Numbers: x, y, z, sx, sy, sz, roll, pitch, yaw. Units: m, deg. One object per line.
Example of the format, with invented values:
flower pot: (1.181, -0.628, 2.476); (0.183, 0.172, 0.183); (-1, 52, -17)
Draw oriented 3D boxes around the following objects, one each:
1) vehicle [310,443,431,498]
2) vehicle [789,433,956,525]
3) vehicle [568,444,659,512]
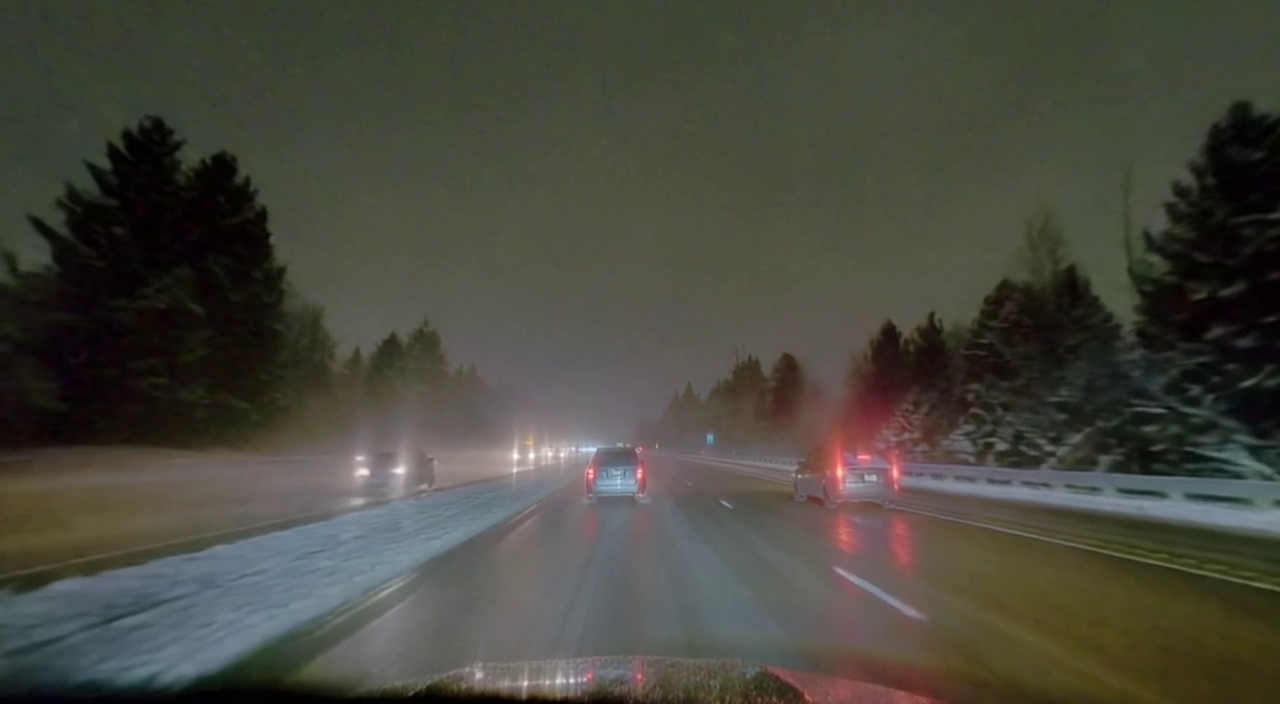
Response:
vehicle: (-8.423, 3.717, 20.075); (1.883, 1.531, 4.526); (0, -9, 0)
vehicle: (4.461, 2.491, 12.718); (1.910, 1.554, 3.718); (0, -9, -1)
vehicle: (-0.602, 3.118, 16.026); (2.013, 1.479, 4.169); (0, -9, 0)
